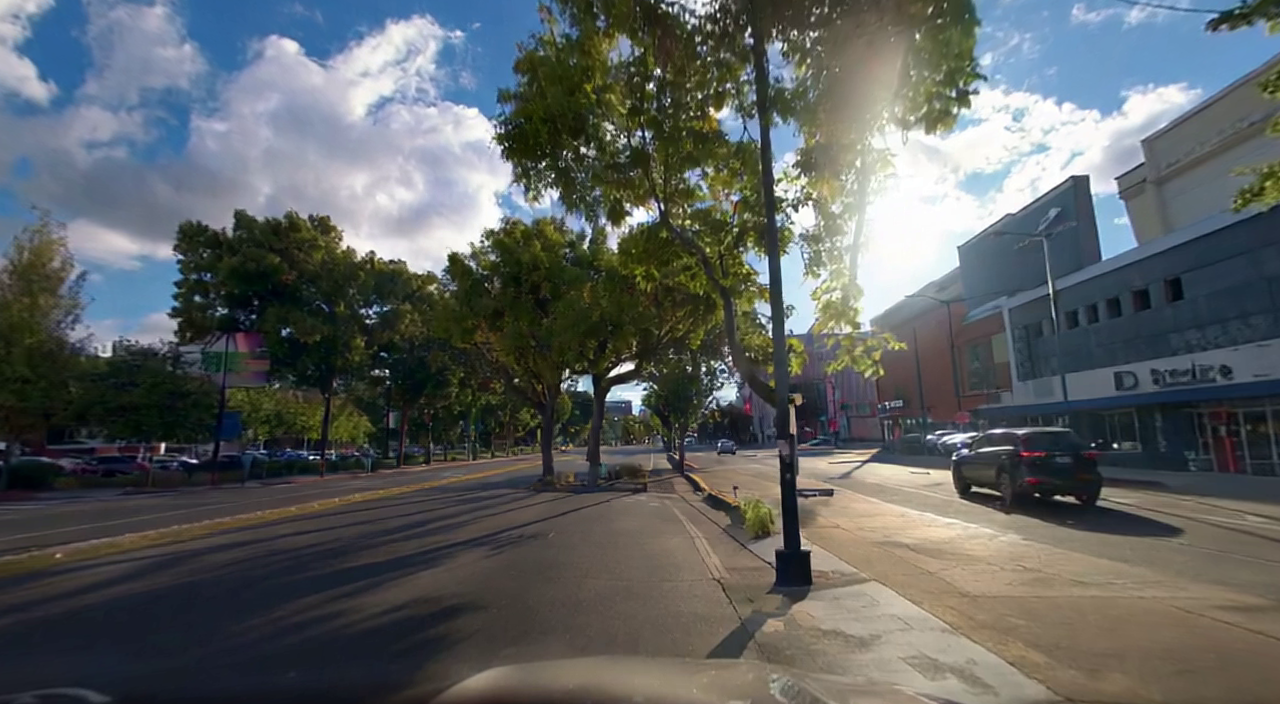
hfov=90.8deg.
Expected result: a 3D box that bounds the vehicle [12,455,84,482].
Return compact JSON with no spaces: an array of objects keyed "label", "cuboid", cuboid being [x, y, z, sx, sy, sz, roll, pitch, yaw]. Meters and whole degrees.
[{"label":"vehicle","cuboid":[-35.949,7.014,38.334,4.157,1.458,2.130,-6,-10,33]}]

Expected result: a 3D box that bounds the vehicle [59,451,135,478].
[{"label":"vehicle","cuboid":[-34.853,7.171,40.513,5.124,1.541,2.121,-5,-10,32]}]

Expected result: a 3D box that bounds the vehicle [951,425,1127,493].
[{"label":"vehicle","cuboid":[10.960,2.985,17.894,2.100,1.638,4.545,0,-9,2]}]
